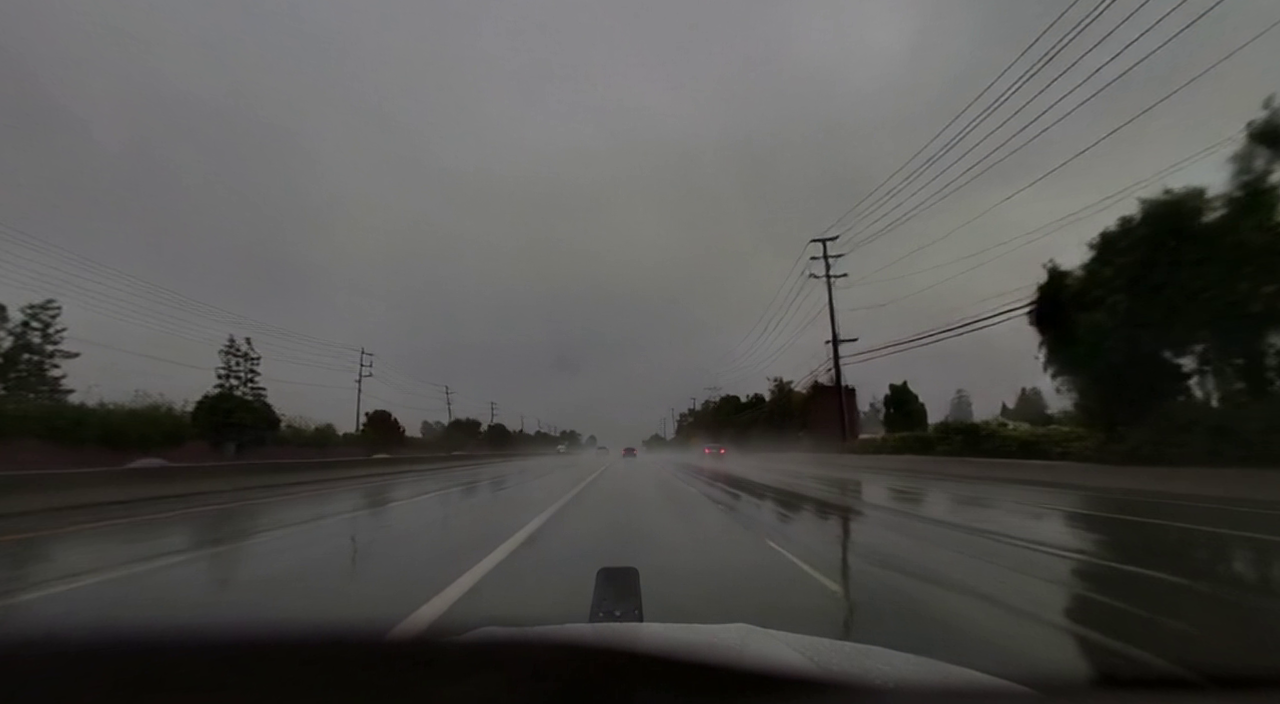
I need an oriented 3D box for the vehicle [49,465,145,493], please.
[{"bbox_3d":[-32.815,7.661,38.355,1.889,1.485,4.477,0,-8,-1],"label":"vehicle"}]
